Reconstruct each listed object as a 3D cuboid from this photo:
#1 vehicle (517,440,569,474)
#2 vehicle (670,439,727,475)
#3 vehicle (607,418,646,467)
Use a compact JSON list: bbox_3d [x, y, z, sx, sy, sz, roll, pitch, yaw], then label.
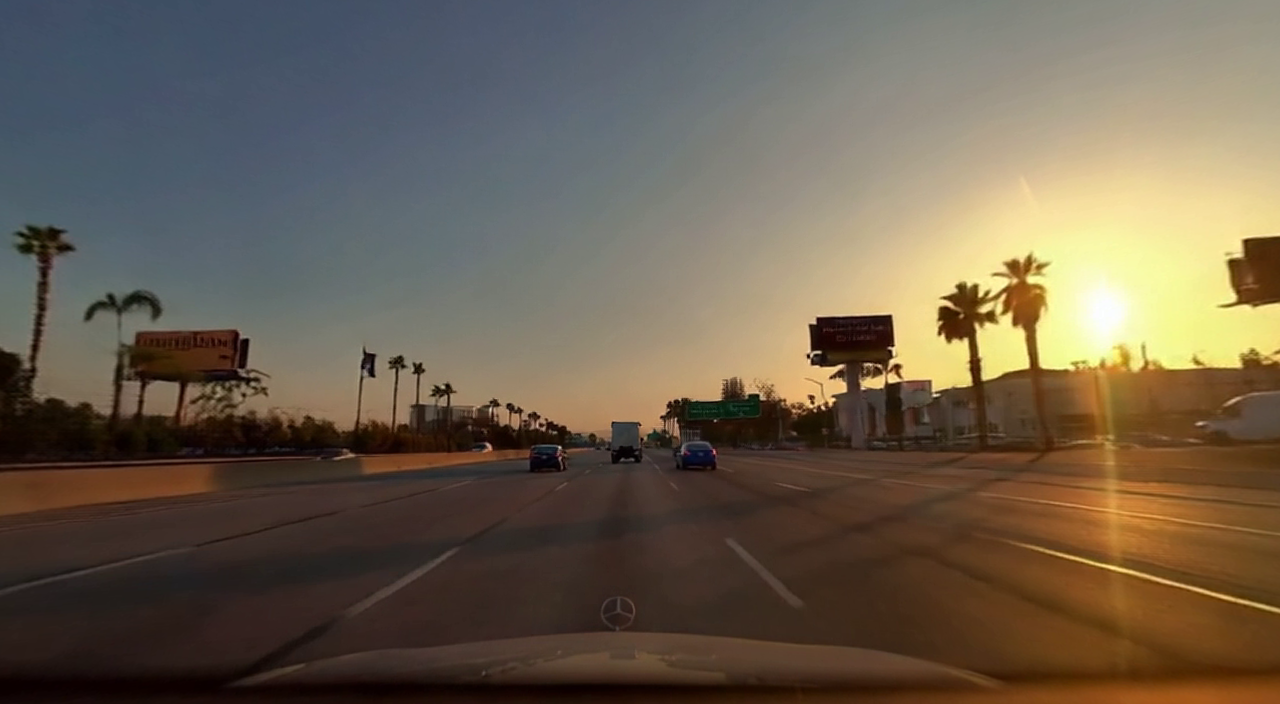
[{"bbox_3d":[-4.980,5.463,33.098,2.021,1.598,4.887,0,-8,-1],"label":"vehicle"},{"bbox_3d":[2.792,5.154,31.311,2.175,1.598,4.584,0,-8,-3],"label":"vehicle"},{"bbox_3d":[-0.888,5.983,41.639,2.364,2.953,6.495,0,-8,-2],"label":"vehicle"}]
